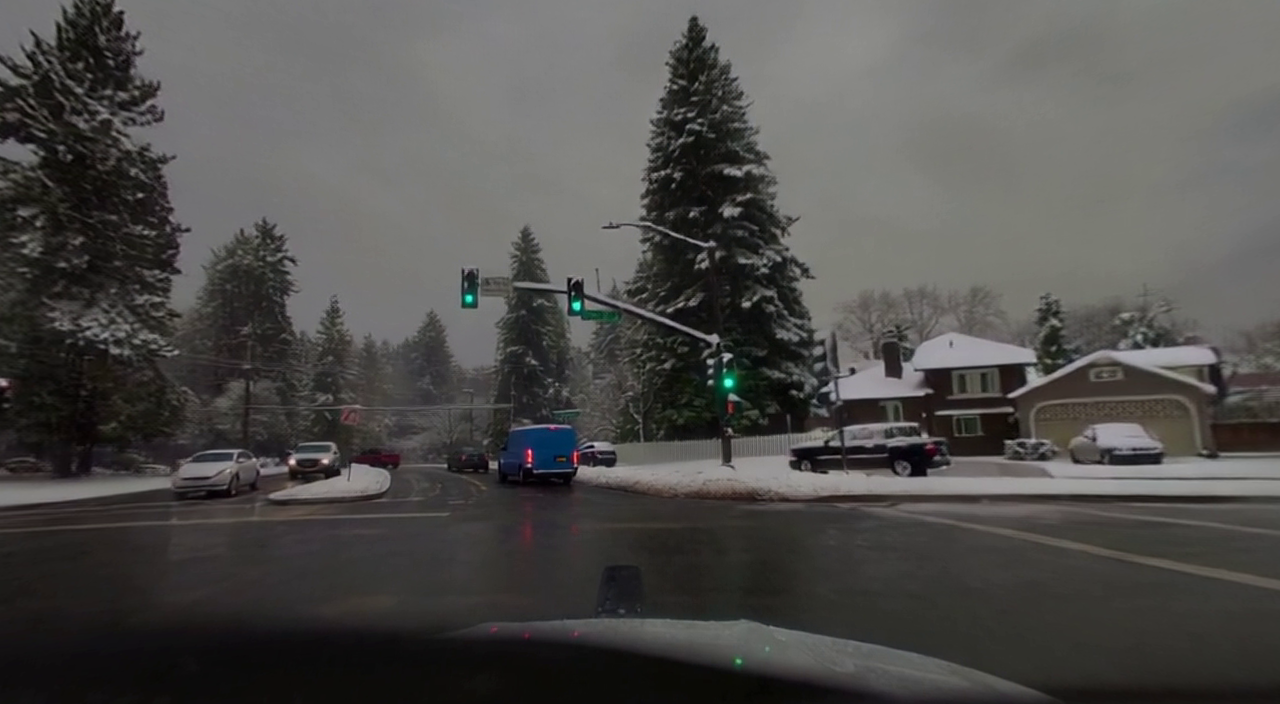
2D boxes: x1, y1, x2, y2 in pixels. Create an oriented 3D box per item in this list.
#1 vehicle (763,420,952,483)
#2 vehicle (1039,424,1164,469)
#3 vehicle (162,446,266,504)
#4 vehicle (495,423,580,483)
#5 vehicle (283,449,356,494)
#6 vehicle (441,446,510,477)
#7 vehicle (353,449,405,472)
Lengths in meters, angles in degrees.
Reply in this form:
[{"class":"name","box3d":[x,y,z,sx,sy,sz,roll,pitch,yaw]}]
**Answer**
[{"class":"vehicle","box3d":[7.928,3.684,23.588,6.104,2.026,2.514,-8,-12,42]},{"class":"vehicle","box3d":[20.589,4.166,28.246,4.268,1.765,1.989,-6,-7,40]},{"class":"vehicle","box3d":[-14.773,4.221,22.220,2.078,1.783,4.670,4,-9,-23]},{"class":"vehicle","box3d":[-4.184,4.007,25.183,2.213,2.124,4.809,4,-9,-23]},{"class":"vehicle","box3d":[-11.516,4.256,22.967,1.952,1.461,4.377,3,-9,-22]},{"class":"vehicle","box3d":[-8.396,5.492,31.988,2.008,1.445,4.386,6,-10,-33]},{"class":"vehicle","box3d":[-18.301,7.540,44.270,1.911,1.493,4.291,8,-12,-42]}]
